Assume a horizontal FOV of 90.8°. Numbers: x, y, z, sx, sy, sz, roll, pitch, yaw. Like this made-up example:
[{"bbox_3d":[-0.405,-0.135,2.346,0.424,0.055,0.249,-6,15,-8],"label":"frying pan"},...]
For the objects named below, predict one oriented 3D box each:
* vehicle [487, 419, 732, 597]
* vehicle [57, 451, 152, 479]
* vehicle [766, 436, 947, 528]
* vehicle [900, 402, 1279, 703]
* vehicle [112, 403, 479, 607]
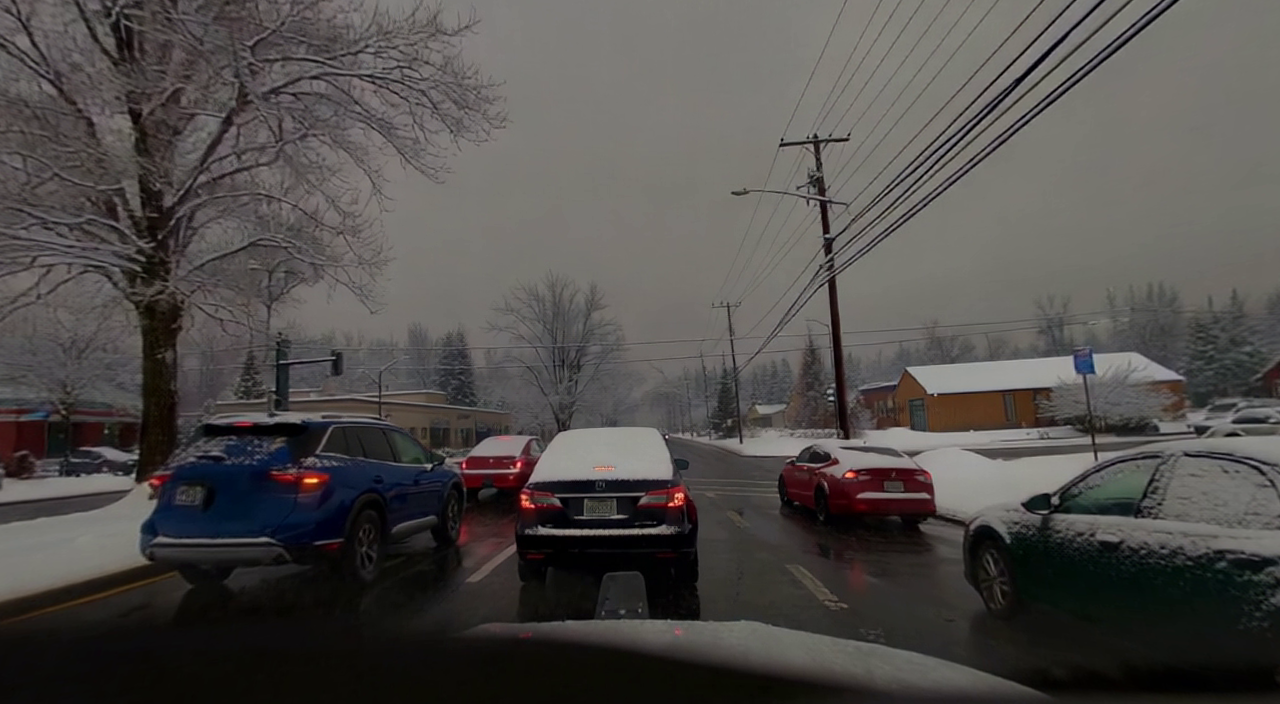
[{"bbox_3d":[-0.320,1.631,7.406,2.097,1.511,3.809,0,-9,-2],"label":"vehicle"},{"bbox_3d":[-37.030,7.830,43.742,4.683,1.833,2.078,0,-9,2],"label":"vehicle"},{"bbox_3d":[3.932,2.428,12.412,1.909,1.473,4.361,0,-9,-1],"label":"vehicle"},{"bbox_3d":[3.664,1.188,4.167,1.929,1.479,4.723,0,-9,1],"label":"vehicle"},{"bbox_3d":[-3.435,1.602,7.500,1.979,1.697,4.254,0,-9,-1],"label":"vehicle"}]
